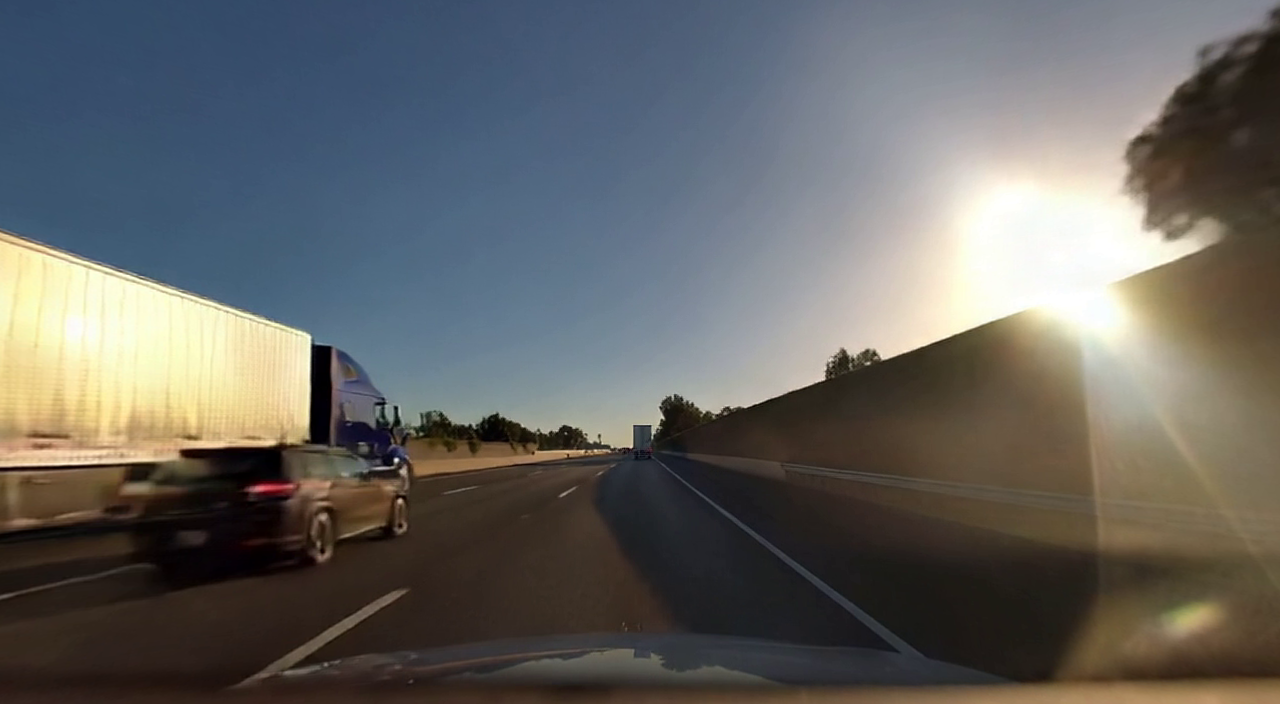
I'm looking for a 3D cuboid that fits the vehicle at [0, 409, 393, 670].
[{"bbox_3d":[-3.949,1.418,5.749,1.880,1.569,3.714,0,-9,0],"label":"vehicle"}]
